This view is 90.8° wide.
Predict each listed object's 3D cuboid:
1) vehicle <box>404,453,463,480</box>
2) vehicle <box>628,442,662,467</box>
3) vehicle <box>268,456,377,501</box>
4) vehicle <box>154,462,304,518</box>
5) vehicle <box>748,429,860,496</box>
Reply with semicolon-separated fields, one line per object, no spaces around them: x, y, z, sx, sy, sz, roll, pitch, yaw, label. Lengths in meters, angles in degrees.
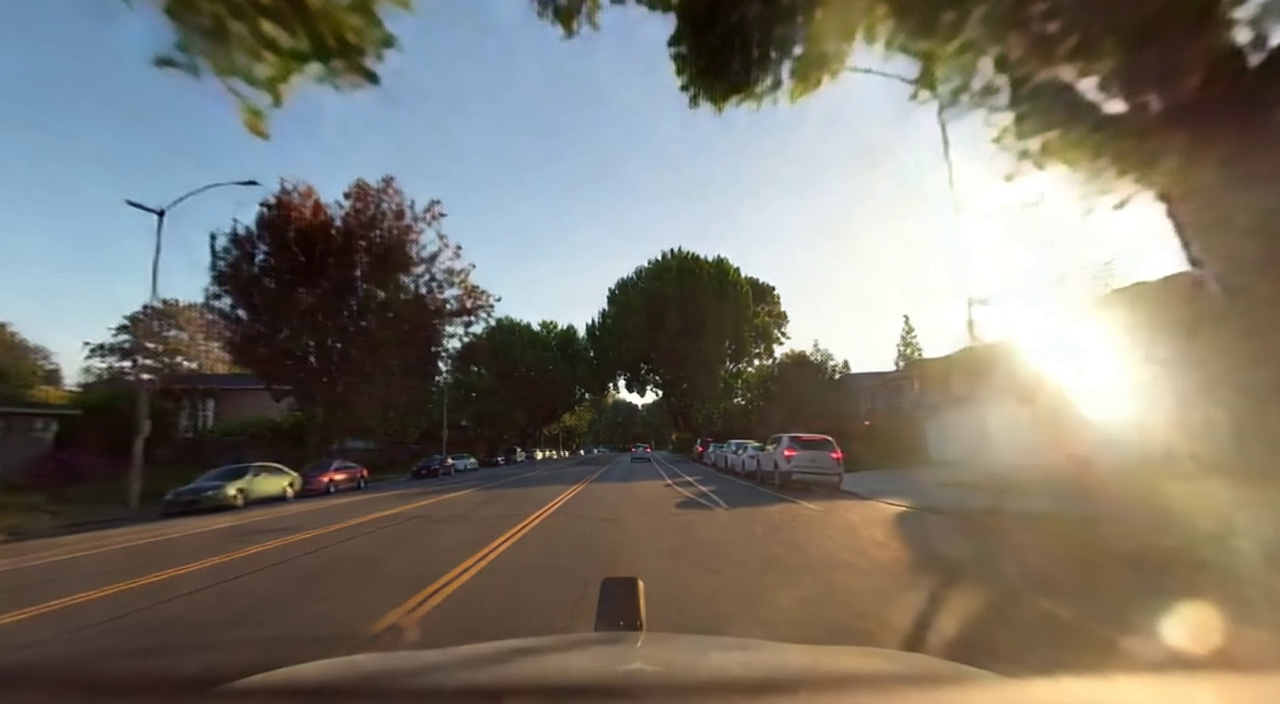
-12.803;7.122;39.518;1.969;1.490;4.675;0;-9;1;vehicle
0.261;6.379;39.571;2.022;1.471;3.973;0;-9;-1;vehicle
-12.690;5.053;25.658;1.880;1.523;4.833;0;-9;1;vehicle
-12.776;4.279;20.043;1.834;1.467;4.357;0;-9;-1;vehicle
4.869;3.374;19.677;2.022;1.799;5.105;0;-9;-1;vehicle
